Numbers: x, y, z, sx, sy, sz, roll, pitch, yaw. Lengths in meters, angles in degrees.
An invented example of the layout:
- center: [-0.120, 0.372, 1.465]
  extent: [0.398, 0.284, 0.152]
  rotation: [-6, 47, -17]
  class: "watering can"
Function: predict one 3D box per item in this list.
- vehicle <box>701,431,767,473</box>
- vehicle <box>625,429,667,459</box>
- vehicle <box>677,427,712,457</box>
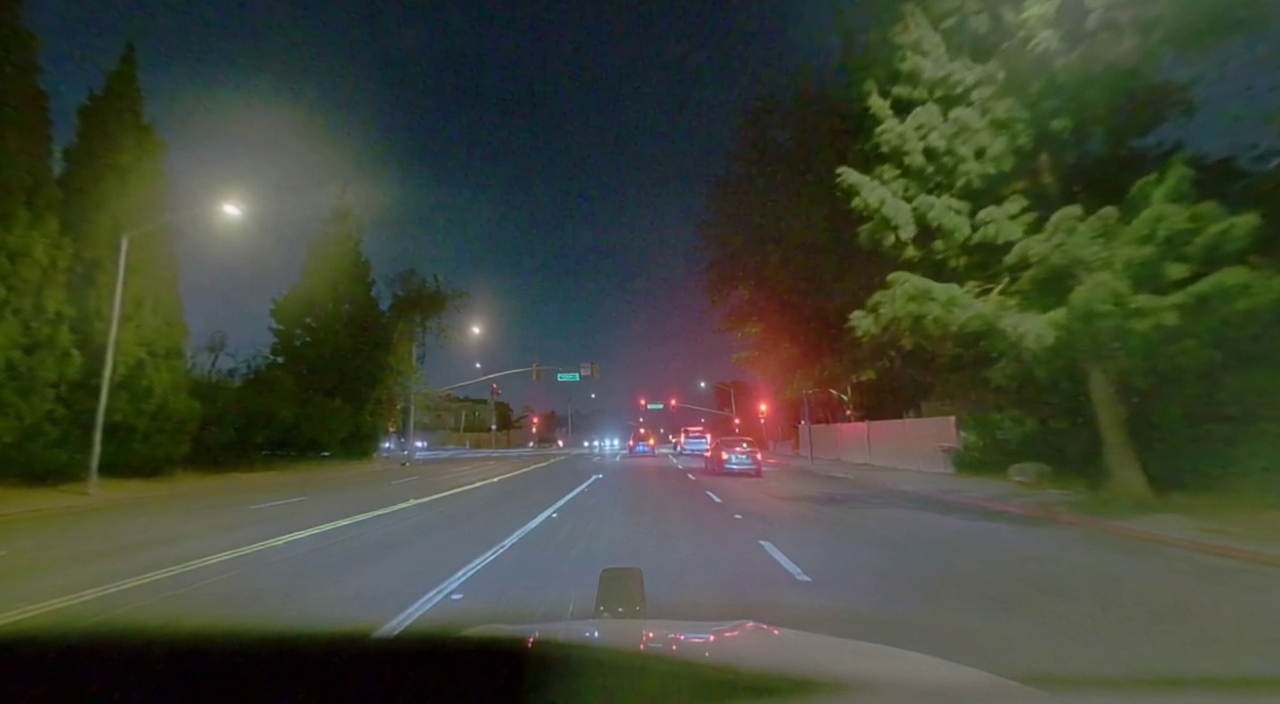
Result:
- center: [3.683, 4.012, 25.326]
  extent: [1.934, 1.506, 4.544]
  rotation: [0, -8, -1]
  class: "vehicle"
- center: [0.366, 5.440, 37.052]
  extent: [2.321, 1.624, 4.367]
  rotation: [0, -8, 1]
  class: "vehicle"
- center: [3.623, 6.102, 42.623]
  extent: [2.059, 1.924, 4.257]
  rotation: [0, -8, 0]
  class: "vehicle"
